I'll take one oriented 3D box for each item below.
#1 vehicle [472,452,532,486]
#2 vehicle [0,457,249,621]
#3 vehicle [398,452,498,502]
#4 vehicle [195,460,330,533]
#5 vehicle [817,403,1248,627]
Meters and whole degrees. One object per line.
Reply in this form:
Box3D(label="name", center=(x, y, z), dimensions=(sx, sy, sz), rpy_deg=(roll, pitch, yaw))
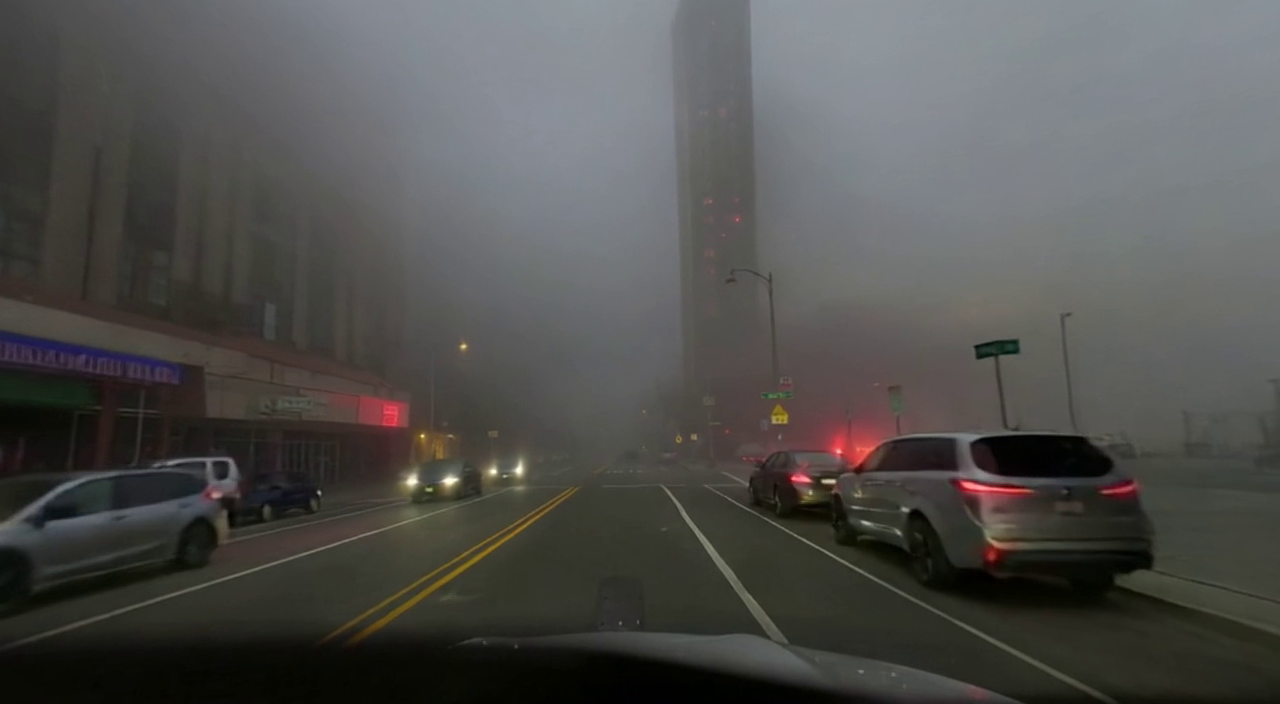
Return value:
Box3D(label="vehicle", center=(-6.674, 5.703, 31.146), dimensions=(1.962, 1.475, 4.580), rpy_deg=(0, -8, 0))
Box3D(label="vehicle", center=(-7.141, 2.052, 7.494), dimensions=(2.009, 1.488, 4.650), rpy_deg=(0, -8, 0))
Box3D(label="vehicle", center=(-6.516, 4.270, 22.121), dimensions=(1.993, 1.484, 4.812), rpy_deg=(0, -8, 0))
Box3D(label="vehicle", center=(-11.165, 4.239, 18.996), dimensions=(1.812, 1.538, 3.761), rpy_deg=(-3, -5, 0))
Box3D(label="vehicle", center=(3.810, 1.653, 7.513), dimensions=(1.881, 1.751, 4.859), rpy_deg=(0, -8, -2))
